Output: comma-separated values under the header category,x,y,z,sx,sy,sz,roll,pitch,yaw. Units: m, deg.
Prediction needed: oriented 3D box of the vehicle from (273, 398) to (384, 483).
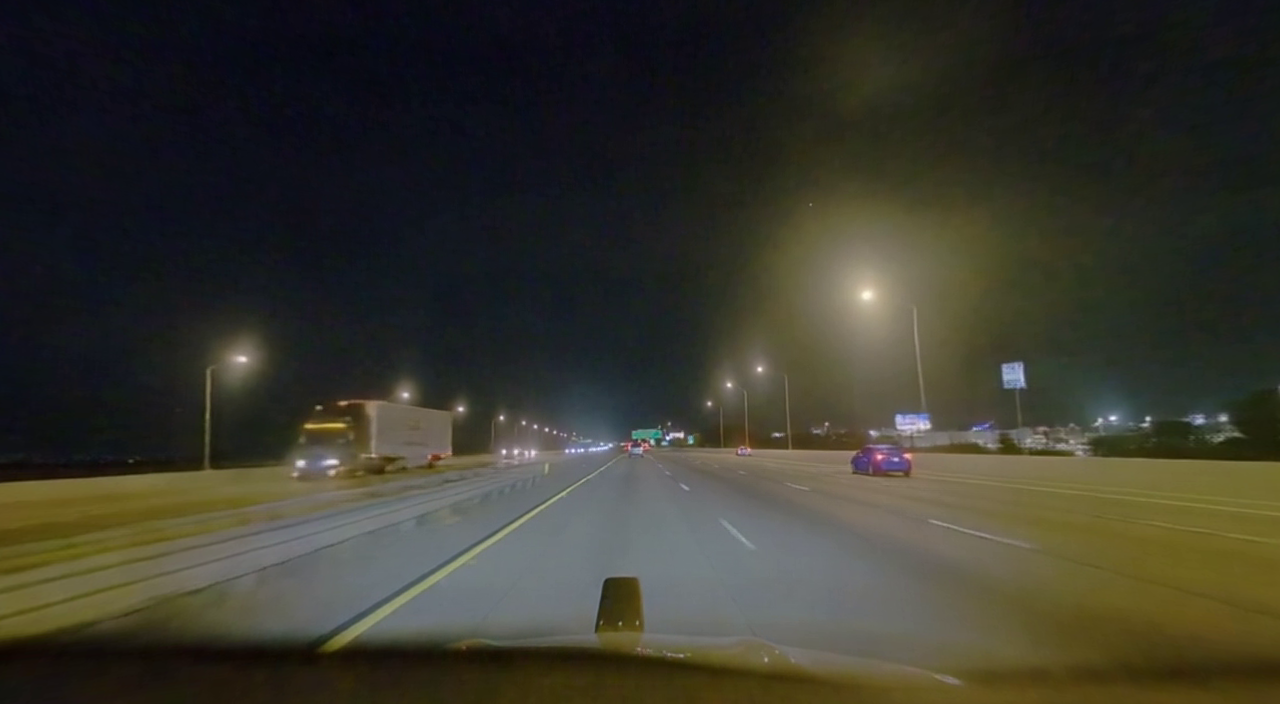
category,x,y,z,sx,sy,sz,roll,pitch,yaw
vehicle,-17.651,5.071,36.408,3.002,4.461,6.338,0,-8,0

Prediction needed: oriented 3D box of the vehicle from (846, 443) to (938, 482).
category,x,y,z,sx,sy,sz,roll,pitch,yaw
vehicle,10.650,4.668,27.127,2.024,1.481,4.747,0,-8,0
